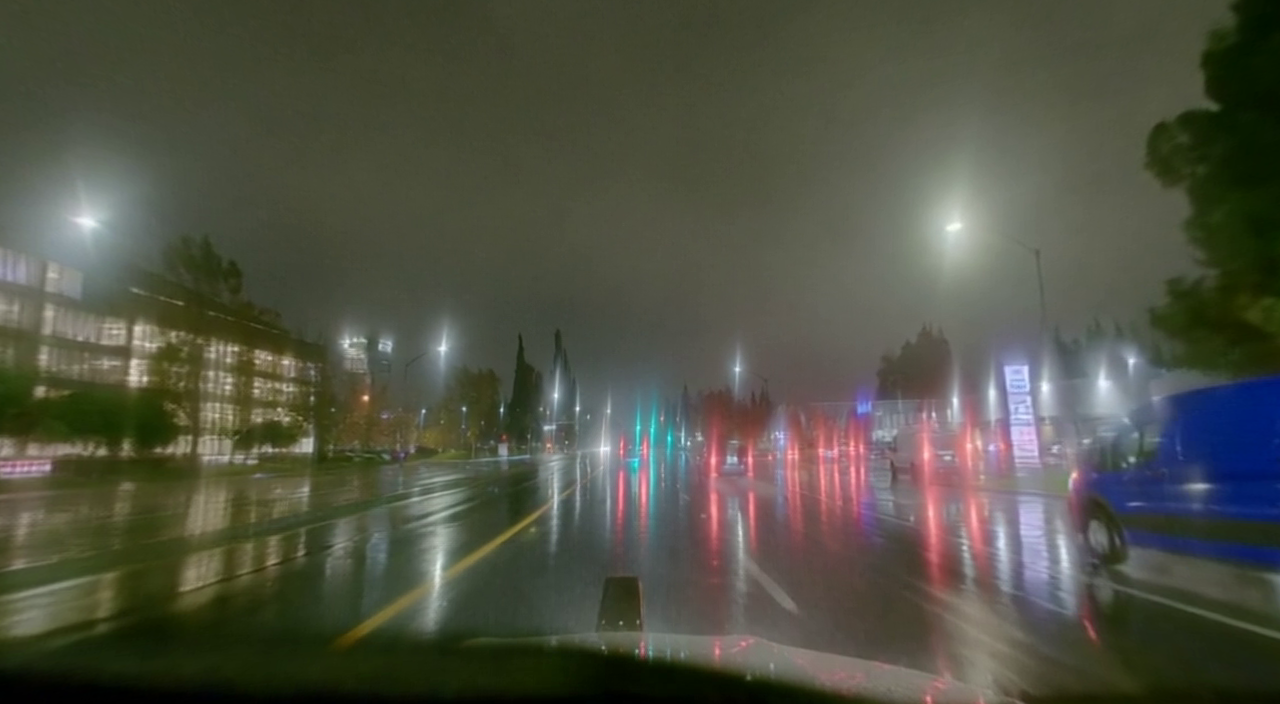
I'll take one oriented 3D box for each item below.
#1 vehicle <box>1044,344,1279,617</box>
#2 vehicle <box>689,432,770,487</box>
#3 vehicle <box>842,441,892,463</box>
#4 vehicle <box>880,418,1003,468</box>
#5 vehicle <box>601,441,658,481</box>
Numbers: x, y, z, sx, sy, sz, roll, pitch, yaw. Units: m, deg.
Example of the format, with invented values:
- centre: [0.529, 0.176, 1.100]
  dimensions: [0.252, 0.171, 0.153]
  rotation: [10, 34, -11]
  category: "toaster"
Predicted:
- centre: [6.317, 0.998, 4.911]
  dimensions: [2.573, 2.127, 5.568]
  rotation: [0, -8, -1]
  category: "vehicle"
- centre: [3.005, 3.717, 22.118]
  dimensions: [2.047, 1.711, 4.265]
  rotation: [0, -8, -2]
  category: "vehicle"
- centre: [17.100, 7.561, 47.862]
  dimensions: [2.065, 1.603, 4.264]
  rotation: [0, -8, -3]
  category: "vehicle"
- centre: [17.642, 5.355, 37.150]
  dimensions: [5.907, 2.777, 2.431]
  rotation: [0, -8, -2]
  category: "vehicle"
- centre: [-0.414, 4.297, 25.243]
  dimensions: [2.095, 1.456, 3.873]
  rotation: [0, -8, -1]
  category: "vehicle"
